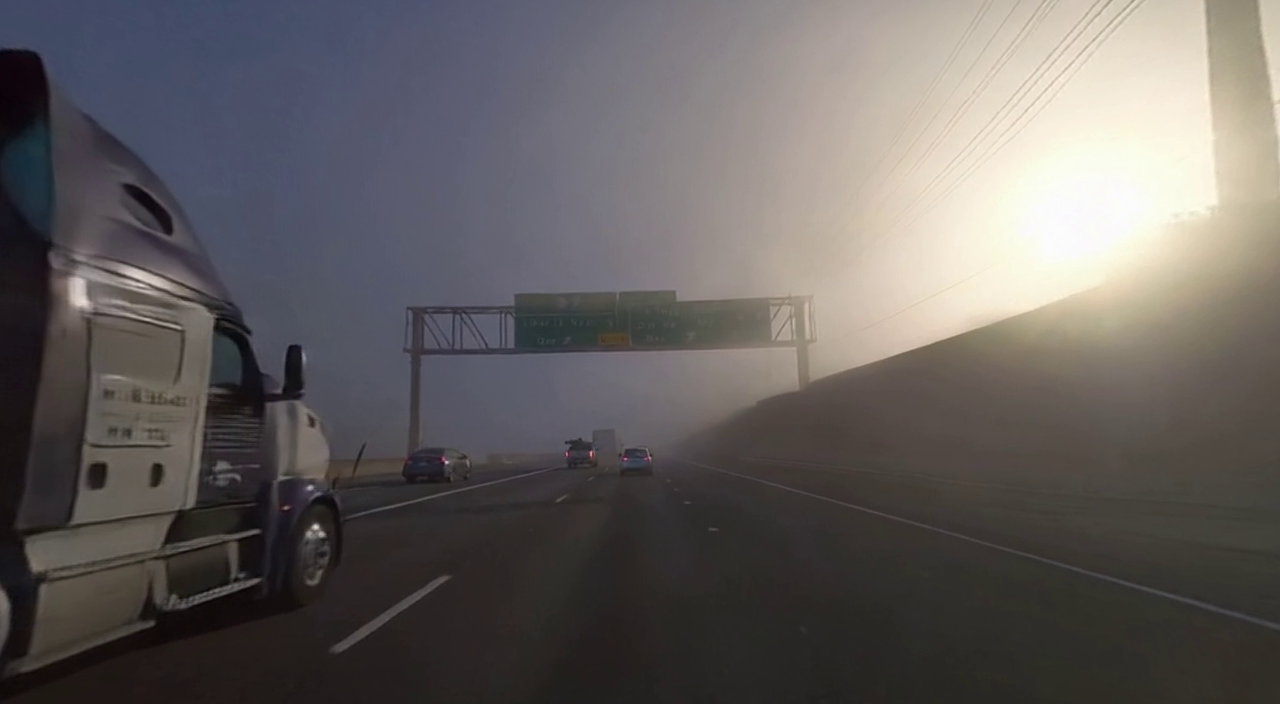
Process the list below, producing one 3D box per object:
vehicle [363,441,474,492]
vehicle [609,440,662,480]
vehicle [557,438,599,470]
[{"bbox_3d":[-7.265,3.795,21.249,2.025,1.510,4.582,0,-9,1],"label":"vehicle"},{"bbox_3d":[-0.176,4.761,27.988,2.178,1.640,4.071,0,-9,1],"label":"vehicle"},{"bbox_3d":[-3.761,6.284,39.055,2.109,1.840,4.614,0,-9,1],"label":"vehicle"}]
